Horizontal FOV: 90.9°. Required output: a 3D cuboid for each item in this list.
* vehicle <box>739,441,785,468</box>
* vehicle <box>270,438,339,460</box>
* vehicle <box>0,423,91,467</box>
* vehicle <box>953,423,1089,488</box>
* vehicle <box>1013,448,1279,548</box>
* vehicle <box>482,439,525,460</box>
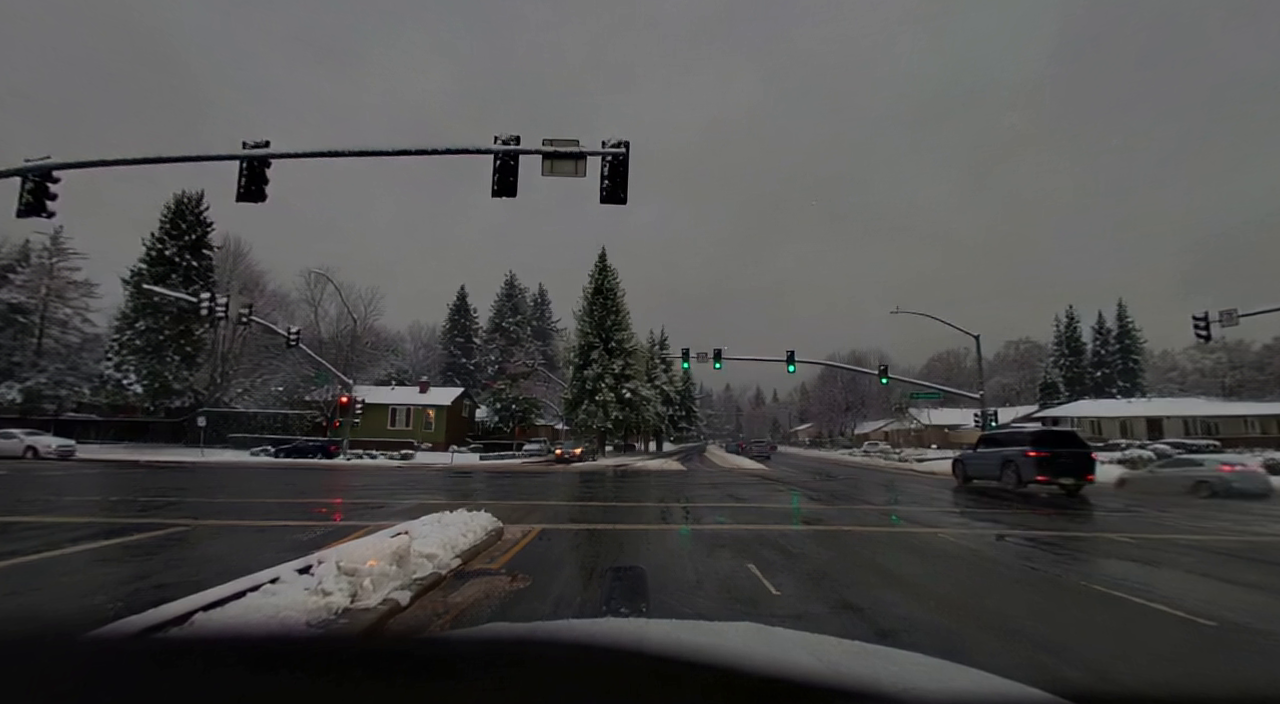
[{"bbox_3d":[7.344,6.211,38.350,1.962,1.568,4.430,0,-8,1],"label":"vehicle"},{"bbox_3d":[-24.815,7.171,46.785,1.917,1.543,4.027,-5,-10,29],"label":"vehicle"},{"bbox_3d":[-27.020,3.983,26.987,4.911,1.801,2.129,0,-8,0],"label":"vehicle"},{"bbox_3d":[16.810,4.722,28.357,2.289,2.575,6.010,0,-11,1],"label":"vehicle"},{"bbox_3d":[9.559,2.606,12.067,1.947,1.481,4.745,0,-8,1],"label":"vehicle"},{"bbox_3d":[-10.072,7.218,46.723,2.039,1.519,4.356,-1,-8,2],"label":"vehicle"}]
